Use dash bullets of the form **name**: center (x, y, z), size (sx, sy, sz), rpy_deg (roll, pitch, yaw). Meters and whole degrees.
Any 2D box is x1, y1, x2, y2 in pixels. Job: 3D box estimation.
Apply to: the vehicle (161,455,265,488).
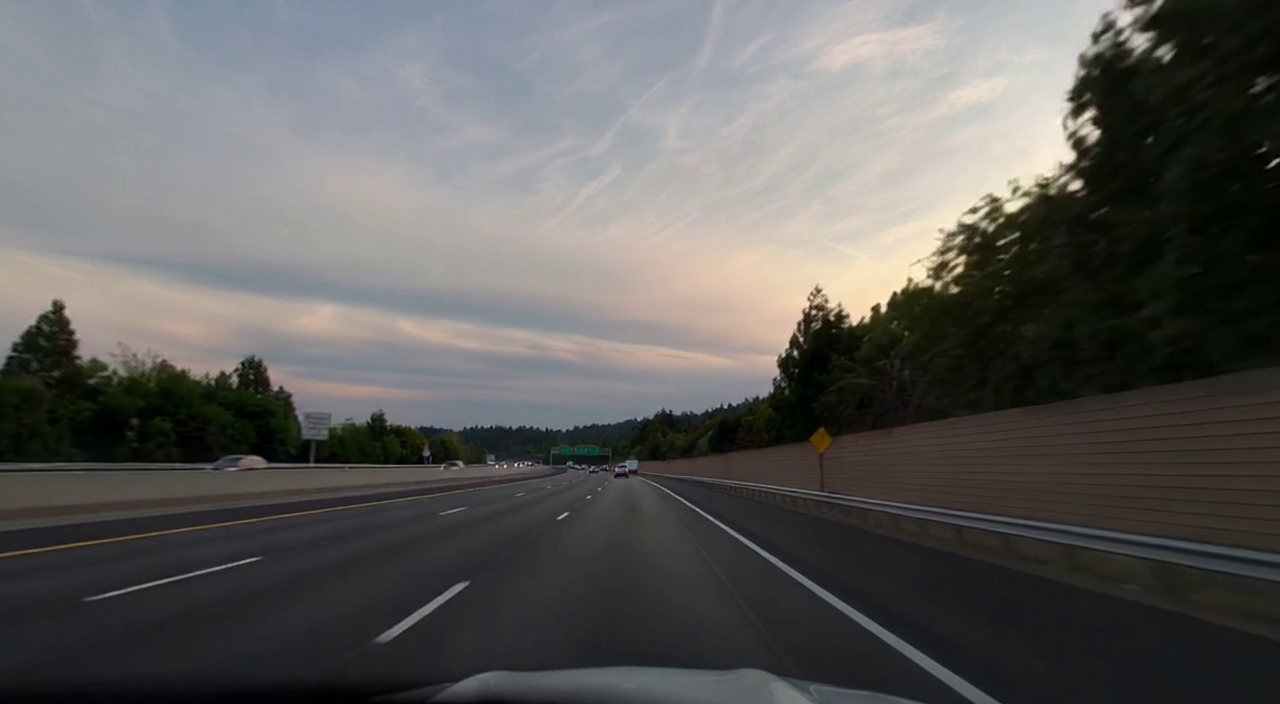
- **vehicle**: center (-20.594, 5.807, 30.673), size (1.799, 1.469, 4.617), rpy_deg (1, -11, 0)
